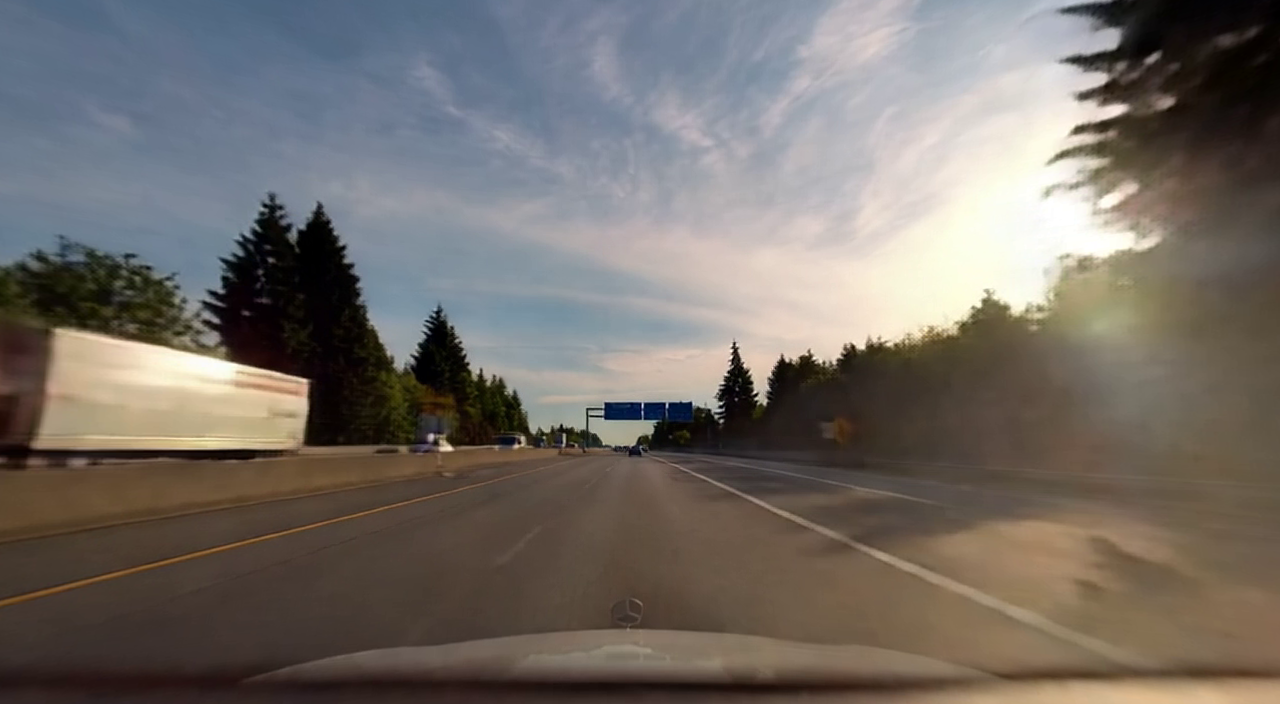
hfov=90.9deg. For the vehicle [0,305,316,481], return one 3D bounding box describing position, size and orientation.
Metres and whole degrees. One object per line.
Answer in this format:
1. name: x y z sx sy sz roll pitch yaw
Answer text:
1. vehicle: -16.307 1.991 21.017 2.743 4.034 16.022 -1 -9 -1
